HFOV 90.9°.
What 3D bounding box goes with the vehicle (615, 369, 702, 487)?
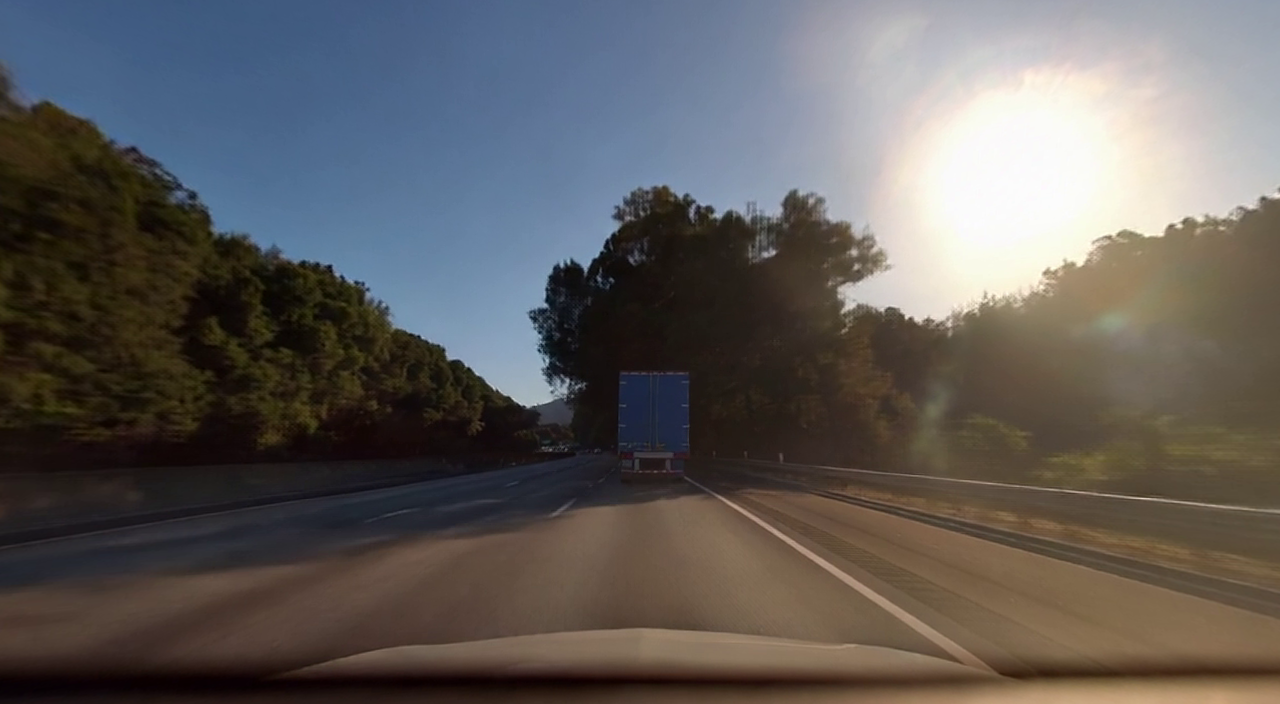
[{"bbox_3d":[0.551,3.314,26.350,2.898,3.973,10.063,0,-9,-1],"label":"vehicle"}]
